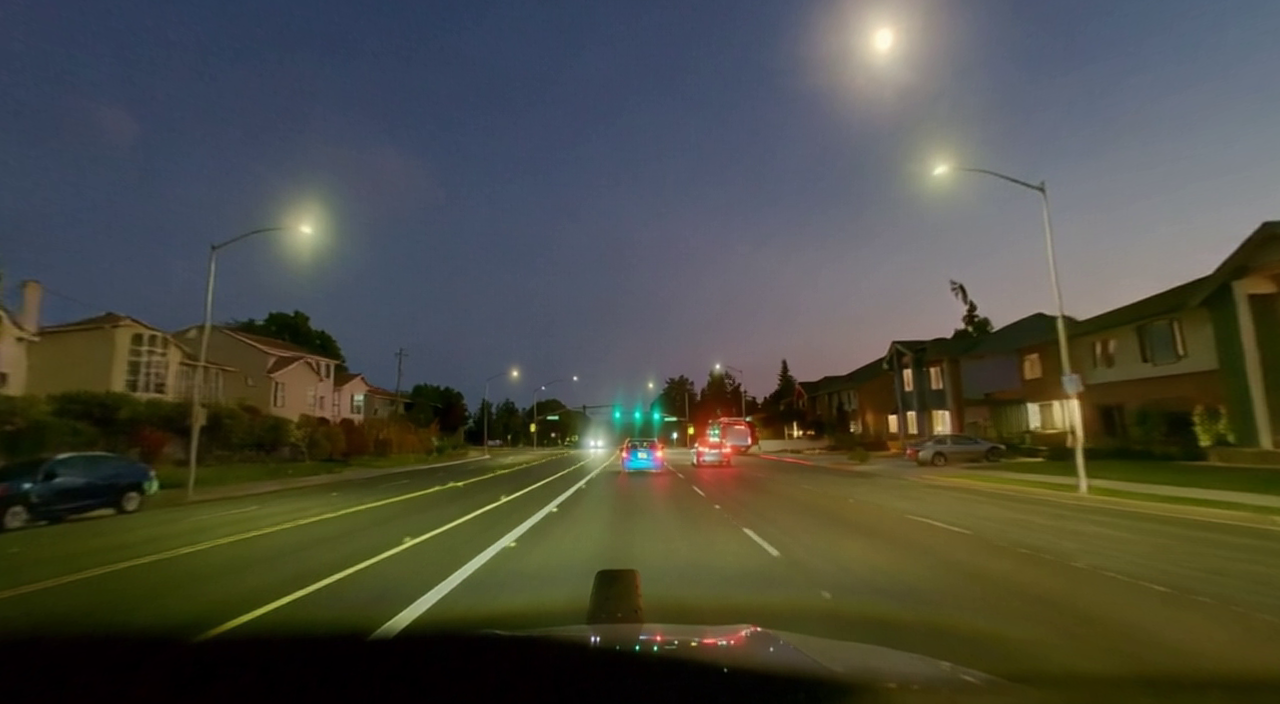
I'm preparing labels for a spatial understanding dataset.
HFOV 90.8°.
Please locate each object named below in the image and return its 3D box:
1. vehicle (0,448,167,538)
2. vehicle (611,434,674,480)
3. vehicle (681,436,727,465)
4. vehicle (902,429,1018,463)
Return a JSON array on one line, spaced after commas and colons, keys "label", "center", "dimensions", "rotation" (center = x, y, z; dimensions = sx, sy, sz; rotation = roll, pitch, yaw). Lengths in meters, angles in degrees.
[{"label": "vehicle", "center": [-14.241, 3.158, 14.680], "dimensions": [2.078, 1.833, 5.666], "rotation": [0, -9, 0]}, {"label": "vehicle", "center": [0.054, 3.765, 22.869], "dimensions": [2.093, 1.497, 4.010], "rotation": [0, -9, -1]}, {"label": "vehicle", "center": [3.520, 5.551, 35.804], "dimensions": [2.161, 1.519, 4.568], "rotation": [0, -9, 0]}, {"label": "vehicle", "center": [15.207, 4.497, 30.167], "dimensions": [4.456, 1.520, 1.911], "rotation": [0, -9, -2]}]
